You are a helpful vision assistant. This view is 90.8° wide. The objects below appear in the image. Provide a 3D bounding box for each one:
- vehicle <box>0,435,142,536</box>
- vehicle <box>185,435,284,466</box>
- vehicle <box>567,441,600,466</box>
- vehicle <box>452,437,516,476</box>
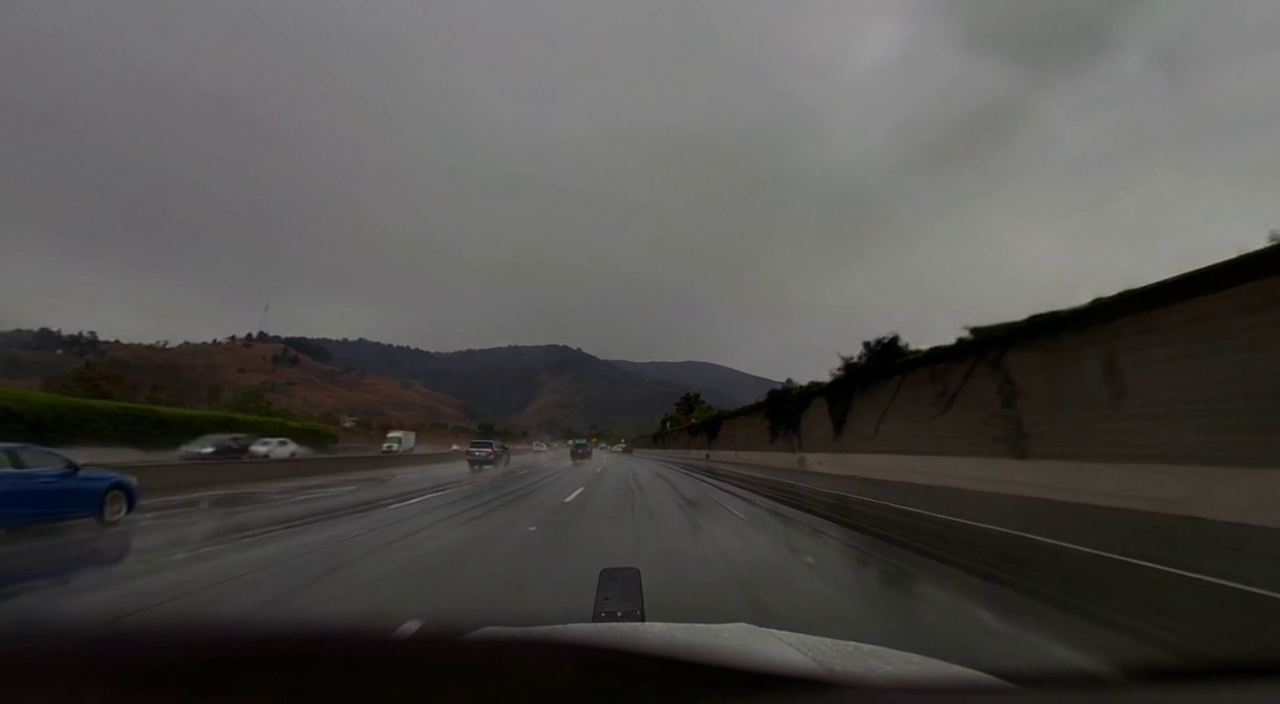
[{"bbox_3d":[-10.431,1.999,9.537,1.949,1.475,4.740,0,-9,0],"label":"vehicle"},{"bbox_3d":[-27.025,6.615,42.488,2.526,1.908,6.156,0,-9,0],"label":"vehicle"},{"bbox_3d":[-4.050,7.342,45.834,2.115,1.713,4.263,0,-9,-2],"label":"vehicle"},{"bbox_3d":[-7.752,5.234,31.884,2.074,1.768,4.805,0,-9,-1],"label":"vehicle"}]
